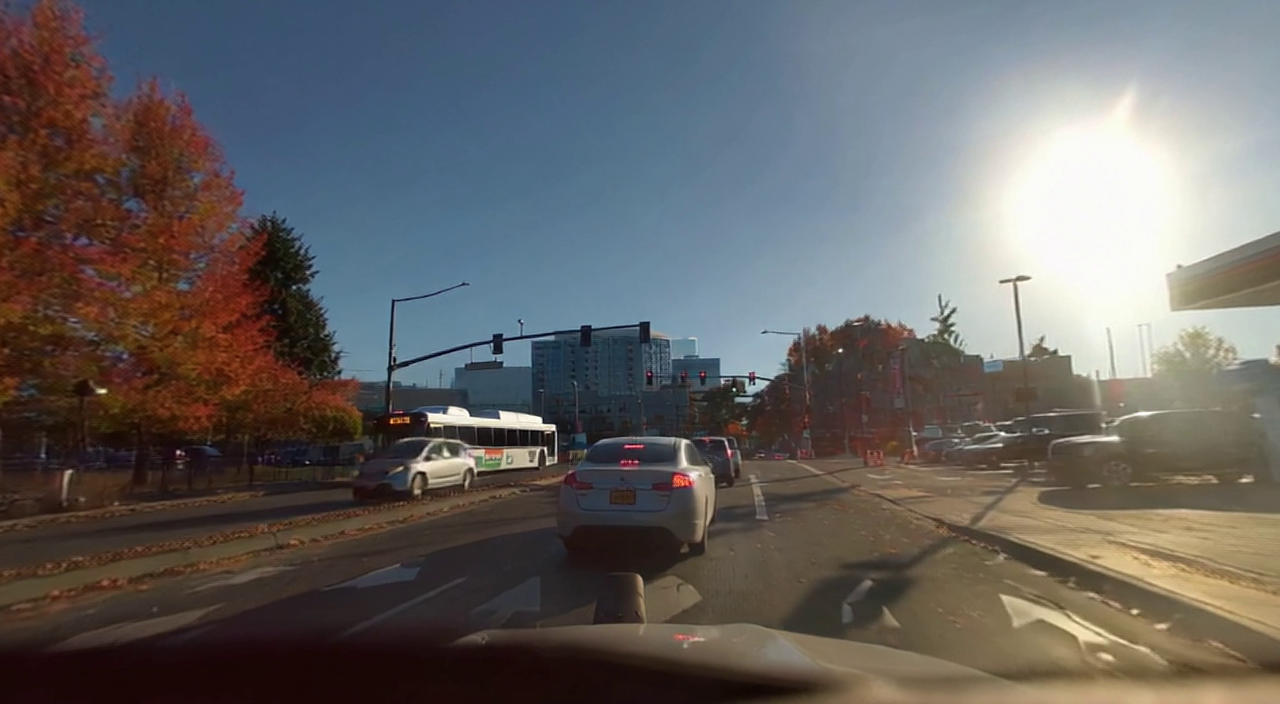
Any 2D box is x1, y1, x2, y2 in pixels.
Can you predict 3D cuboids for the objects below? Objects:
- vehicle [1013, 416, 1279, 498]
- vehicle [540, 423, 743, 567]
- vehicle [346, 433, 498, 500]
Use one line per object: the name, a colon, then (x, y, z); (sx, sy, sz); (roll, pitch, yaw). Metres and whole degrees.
vehicle: (11.186, 2.246, 13.444); (4.894, 1.451, 2.089); (-4, -10, 10)
vehicle: (0.307, 1.854, 8.908); (2.092, 1.507, 4.078); (-2, -9, 11)
vehicle: (-6.413, 3.441, 19.283); (2.147, 1.741, 5.239); (-1, -9, 9)
